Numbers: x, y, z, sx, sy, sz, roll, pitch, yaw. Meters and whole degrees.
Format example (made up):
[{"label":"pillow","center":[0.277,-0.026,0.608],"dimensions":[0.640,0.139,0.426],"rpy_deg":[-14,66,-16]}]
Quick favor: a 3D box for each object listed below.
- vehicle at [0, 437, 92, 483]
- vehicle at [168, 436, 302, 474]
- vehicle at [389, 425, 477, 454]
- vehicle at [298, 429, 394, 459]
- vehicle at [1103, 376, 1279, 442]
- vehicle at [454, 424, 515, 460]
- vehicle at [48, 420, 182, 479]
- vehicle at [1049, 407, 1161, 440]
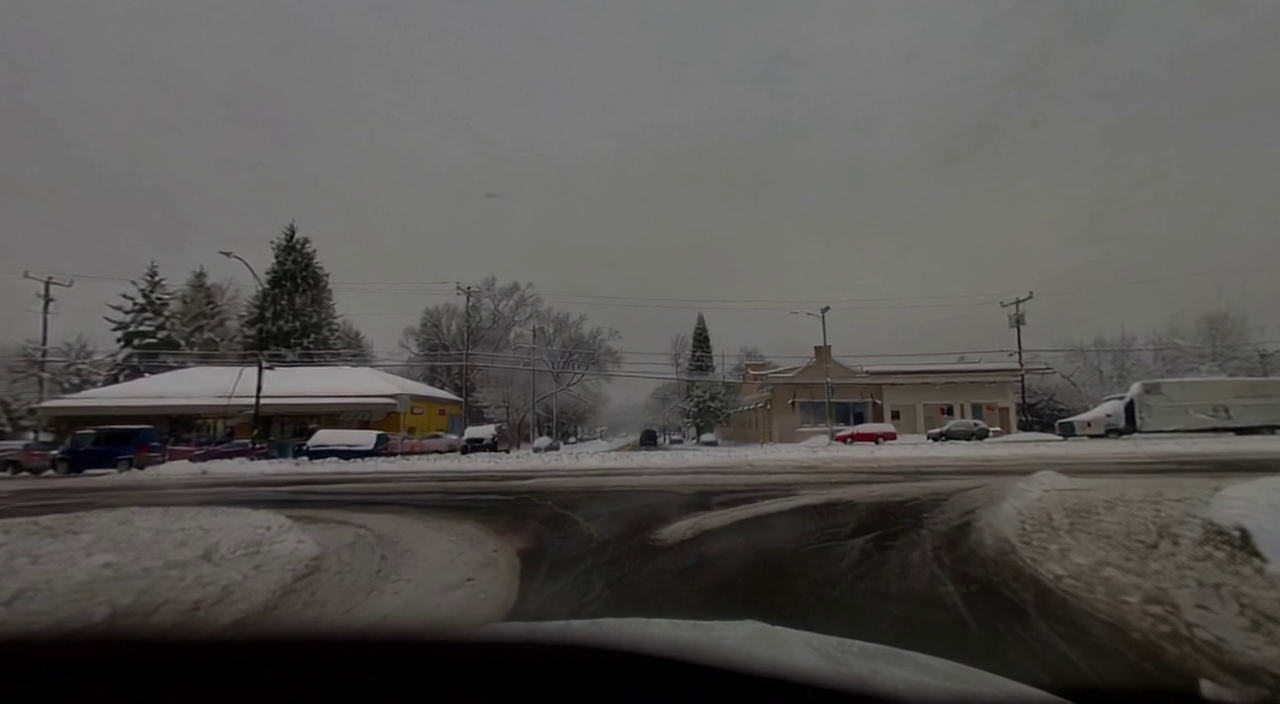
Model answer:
[{"label":"vehicle","center":[-25.847,4.456,26.131],"dimensions":[4.696,1.801,1.948],"rpy_deg":[-1,-9,8]},{"label":"vehicle","center":[-16.112,4.113,25.175],"dimensions":[4.233,1.432,1.755],"rpy_deg":[-1,-9,7]},{"label":"vehicle","center":[-14.733,6.275,45.177],"dimensions":[5.557,1.934,2.060],"rpy_deg":[0,-9,-2]},{"label":"vehicle","center":[-16.963,5.346,36.563],"dimensions":[2.010,1.583,4.582],"rpy_deg":[-6,-10,35]},{"label":"vehicle","center":[33.867,3.392,37.321],"dimensions":[10.986,3.604,2.707],"rpy_deg":[0,-8,-5]},{"label":"vehicle","center":[-7.987,4.686,32.910],"dimensions":[2.156,1.620,4.945],"rpy_deg":[3,-8,-4]},{"label":"vehicle","center":[-21.294,3.967,25.672],"dimensions":[3.506,2.261,2.158],"rpy_deg":[-1,-9,6]},{"label":"vehicle","center":[29.763,4.594,40.447],"dimensions":[5.277,2.032,2.408],"rpy_deg":[0,-7,-2]}]
